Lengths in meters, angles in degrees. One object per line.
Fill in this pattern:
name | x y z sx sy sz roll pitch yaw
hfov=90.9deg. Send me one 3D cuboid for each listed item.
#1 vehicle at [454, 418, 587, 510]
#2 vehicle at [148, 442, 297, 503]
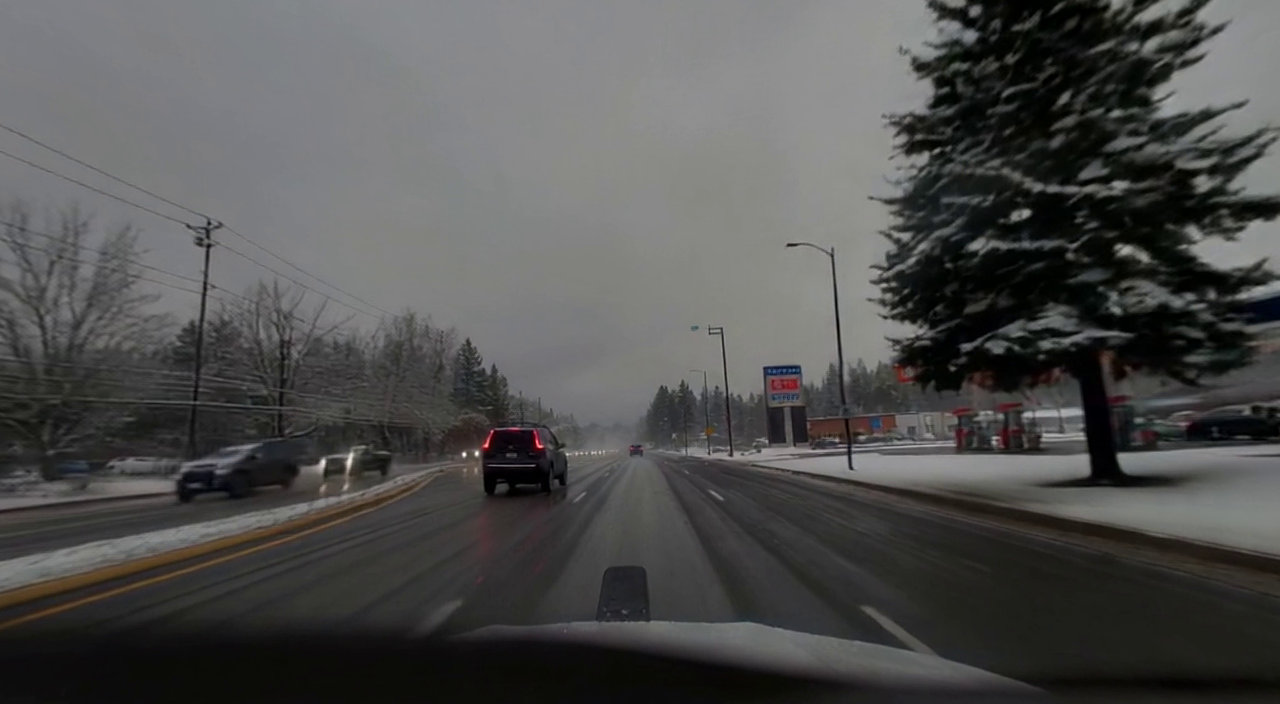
vehicle | -2.639 2.621 15.238 2.190 1.844 4.751 0 -8 1
vehicle | -13.098 3.760 20.152 1.825 1.705 4.234 0 -8 0
